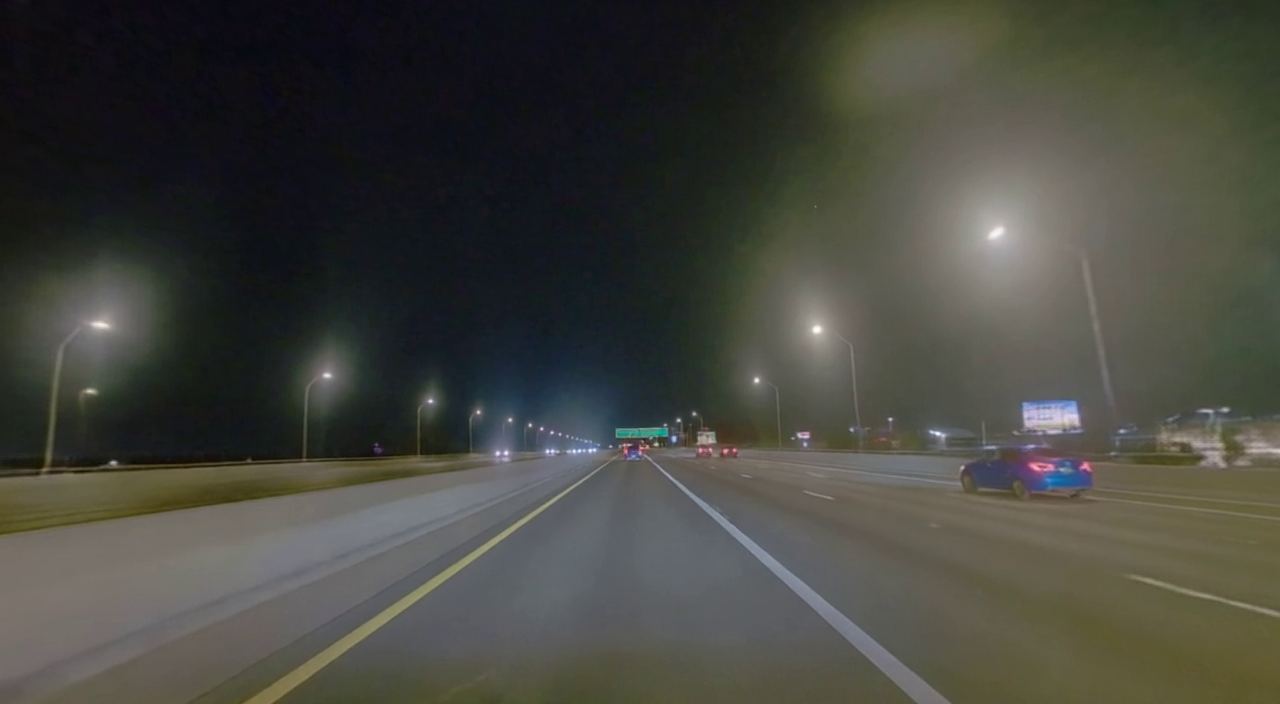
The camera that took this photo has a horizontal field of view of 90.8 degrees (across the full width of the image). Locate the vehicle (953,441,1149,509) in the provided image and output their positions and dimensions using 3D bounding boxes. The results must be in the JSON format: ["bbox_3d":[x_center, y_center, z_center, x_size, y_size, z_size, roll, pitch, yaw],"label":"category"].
[{"bbox_3d":[10.678,3.184,16.985,2.024,1.481,4.747,1,-8,-1],"label":"vehicle"}]
